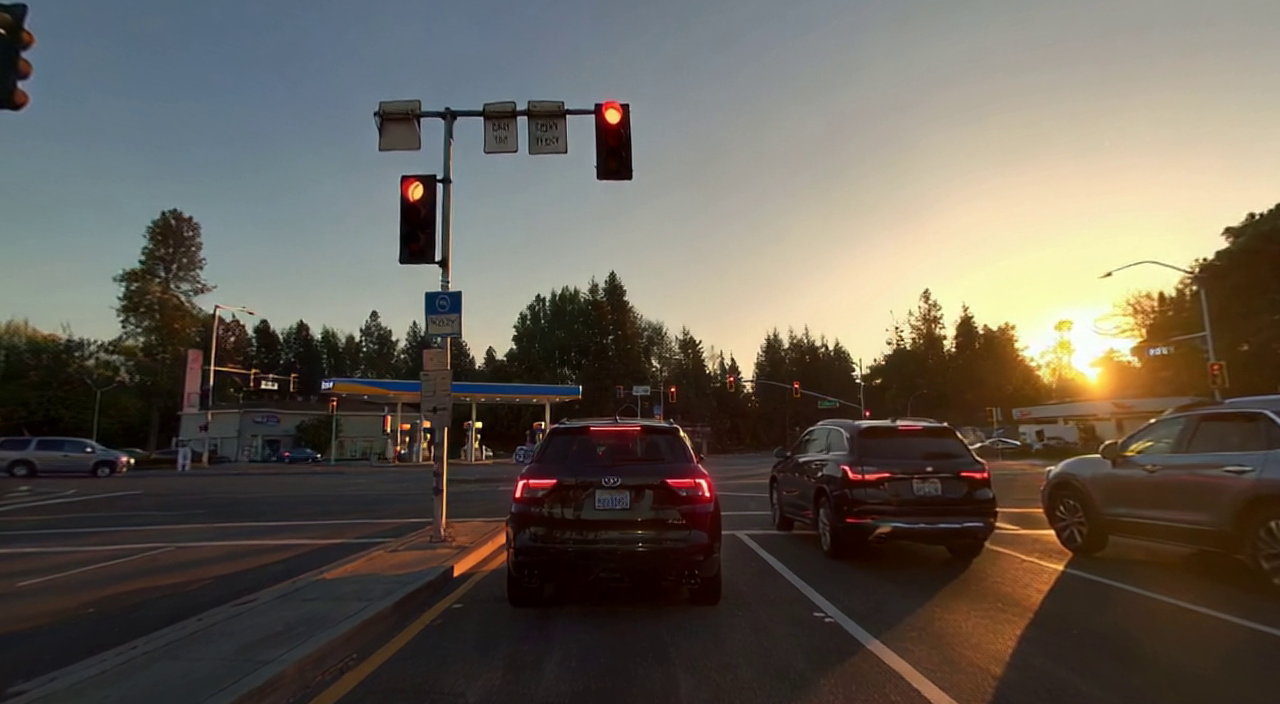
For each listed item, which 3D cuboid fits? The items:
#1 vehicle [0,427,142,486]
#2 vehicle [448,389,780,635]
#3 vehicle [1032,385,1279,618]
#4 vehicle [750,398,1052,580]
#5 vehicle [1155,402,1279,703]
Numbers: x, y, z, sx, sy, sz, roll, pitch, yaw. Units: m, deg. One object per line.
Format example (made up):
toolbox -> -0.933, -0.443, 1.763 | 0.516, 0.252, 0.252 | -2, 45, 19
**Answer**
vehicle -> -28.967, 5.150, 31.219 | 6.772, 2.769, 2.305 | -1, -9, 3
vehicle -> -0.193, 1.481, 6.879 | 2.351, 1.733, 4.616 | 0, -9, 0
vehicle -> 6.132, 1.348, 6.035 | 1.901, 1.870, 4.393 | 0, -9, 0
vehicle -> 2.986, 1.681, 8.545 | 2.060, 1.783, 4.411 | 0, -9, -2
vehicle -> 3.073, 0.621, 0.205 | 1.965, 1.460, 4.581 | 0, -9, 1
